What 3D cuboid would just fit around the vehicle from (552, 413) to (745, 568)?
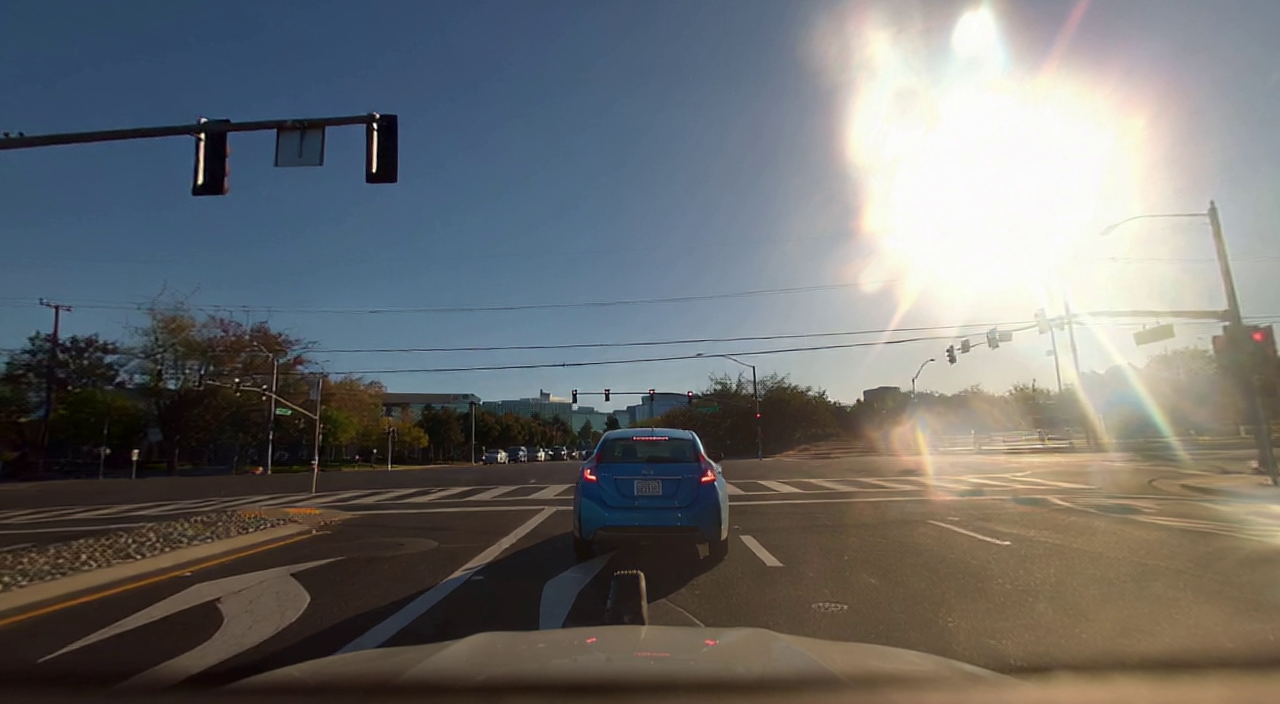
[{"bbox_3d":[0.052,1.756,8.708,2.027,1.626,3.942,0,-8,-1],"label":"vehicle"}]
